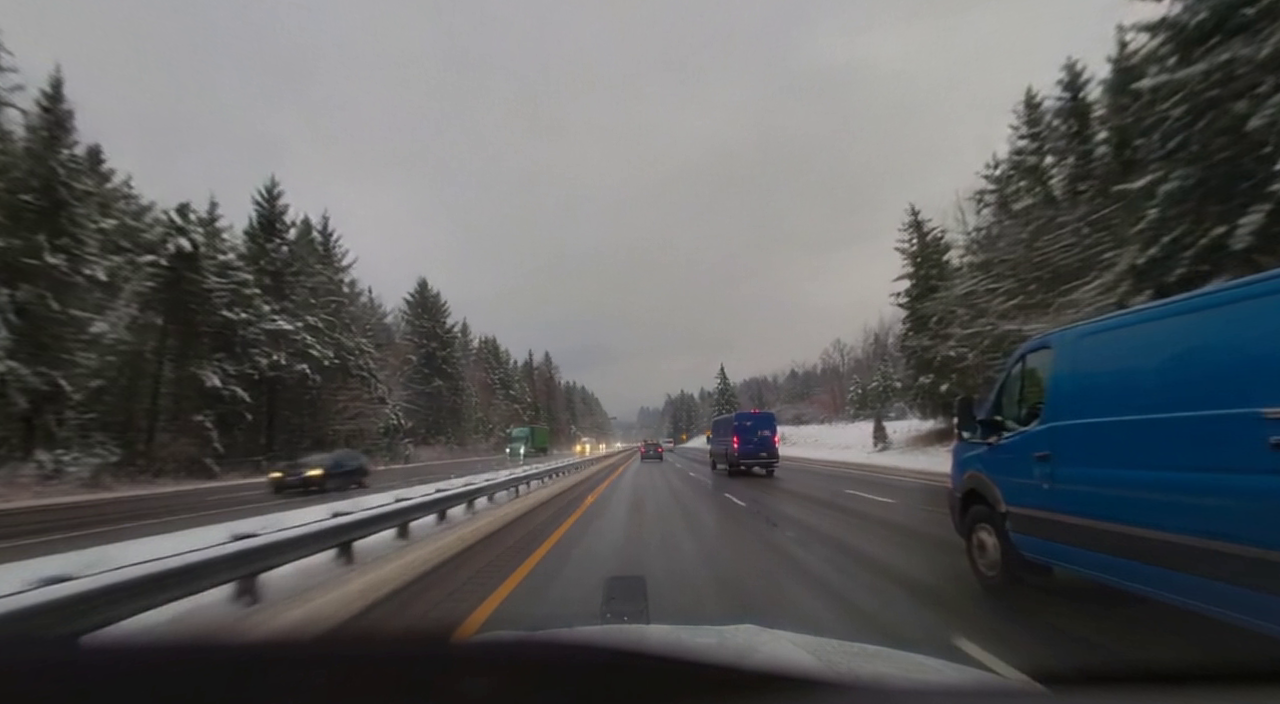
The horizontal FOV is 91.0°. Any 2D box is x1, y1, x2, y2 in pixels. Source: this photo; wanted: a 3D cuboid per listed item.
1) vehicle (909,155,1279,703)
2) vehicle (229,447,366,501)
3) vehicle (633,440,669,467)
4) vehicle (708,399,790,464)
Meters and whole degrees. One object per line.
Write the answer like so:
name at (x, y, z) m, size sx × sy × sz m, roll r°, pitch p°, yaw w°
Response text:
vehicle at (4.175, 0.485, 3.271) m, size 2.393 × 2.679 × 7.059 m, roll 0°, pitch -8°, yaw 0°
vehicle at (-11.245, 3.997, 21.105) m, size 1.930 × 1.540 × 4.640 m, roll 0°, pitch -8°, yaw 1°
vehicle at (0.703, 6.359, 39.526) m, size 2.121 × 1.590 × 4.434 m, roll 0°, pitch -8°, yaw 1°
vehicle at (7.932, 6.349, 49.047) m, size 3.479 × 4.156 × 17.231 m, roll 0°, pitch -8°, yaw 1°
